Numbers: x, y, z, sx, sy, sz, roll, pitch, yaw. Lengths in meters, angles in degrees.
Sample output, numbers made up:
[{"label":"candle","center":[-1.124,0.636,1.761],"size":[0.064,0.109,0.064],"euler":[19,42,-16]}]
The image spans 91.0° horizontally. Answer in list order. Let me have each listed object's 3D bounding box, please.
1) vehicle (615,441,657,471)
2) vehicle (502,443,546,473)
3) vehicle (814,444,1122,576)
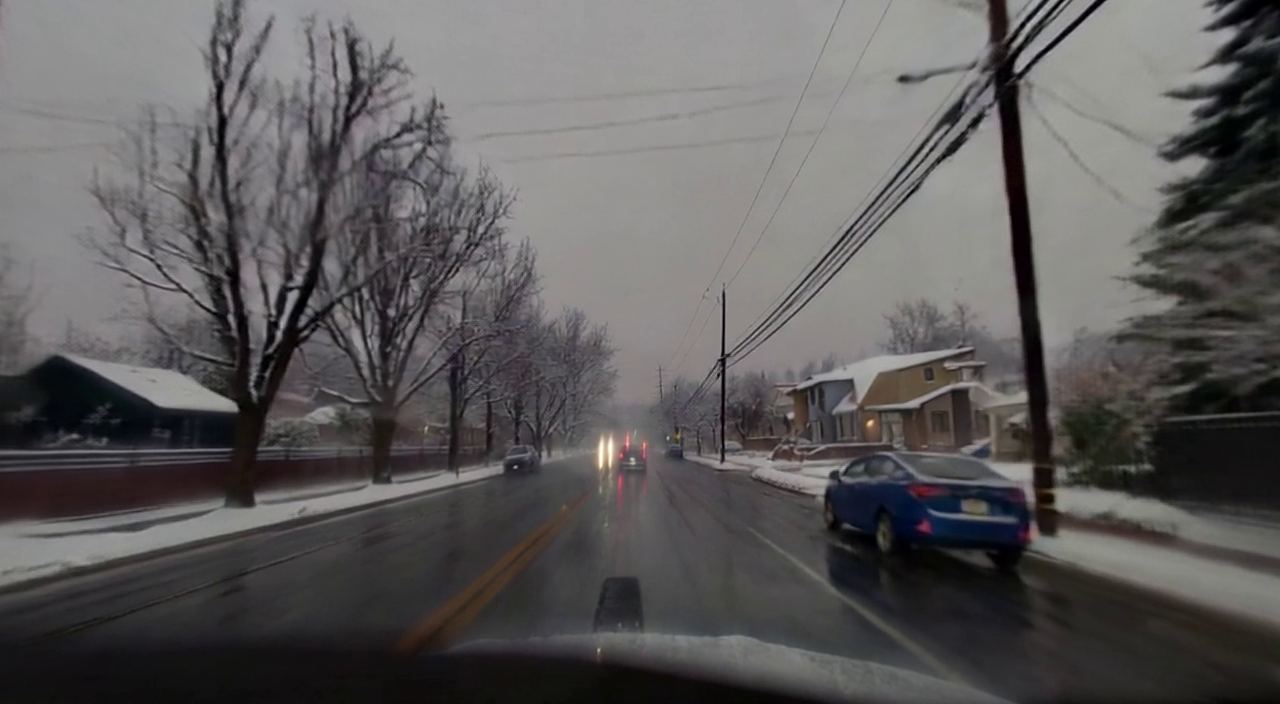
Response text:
[{"label":"vehicle","center":[-0.236,5.607,34.149],"size":[2.104,1.500,3.815],"euler":[0,-8,-1]},{"label":"vehicle","center":[-7.649,7.048,41.739],"size":[2.022,1.795,4.337],"euler":[-3,-10,1]},{"label":"vehicle","center":[4.464,2.181,9.793],"size":[1.977,1.481,5.155],"euler":[0,-8,-1]}]
